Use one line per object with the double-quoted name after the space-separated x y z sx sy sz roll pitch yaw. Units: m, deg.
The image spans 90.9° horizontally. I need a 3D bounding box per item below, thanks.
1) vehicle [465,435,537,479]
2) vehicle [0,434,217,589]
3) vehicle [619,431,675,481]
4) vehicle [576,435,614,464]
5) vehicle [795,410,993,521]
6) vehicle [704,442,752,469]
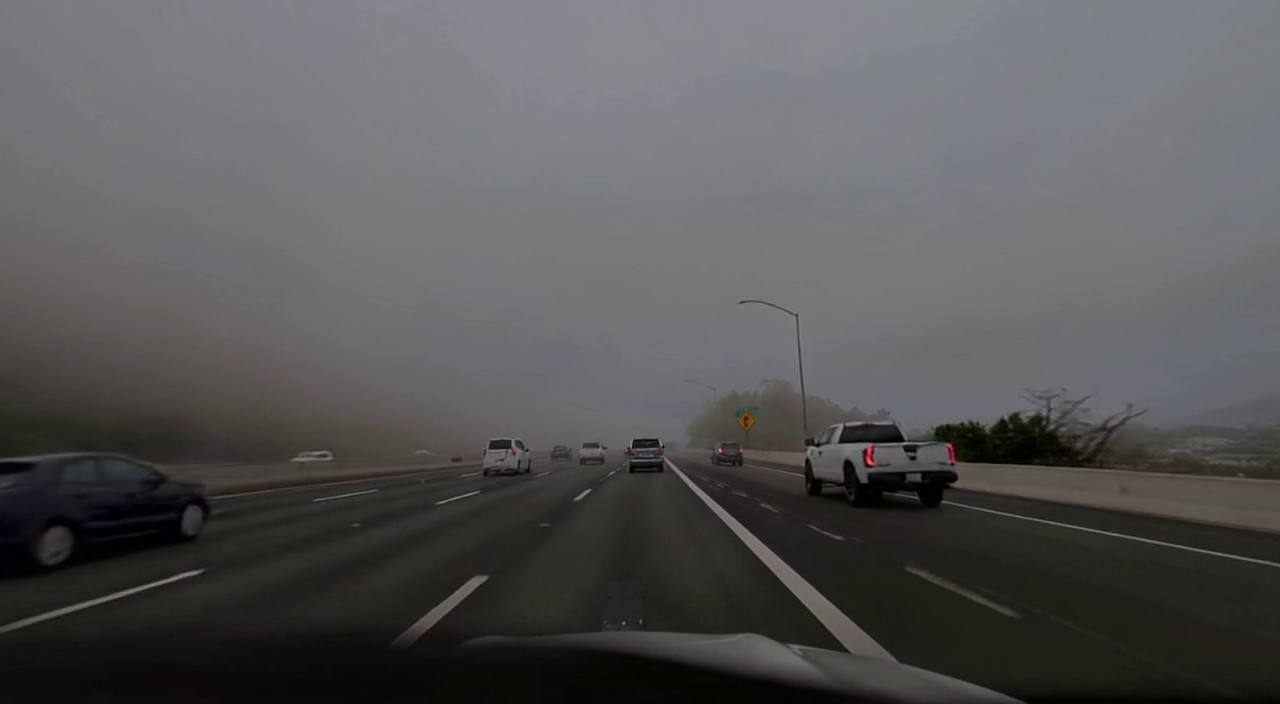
-6.218 4.747 28.834 2.160 1.799 5.001 0 -8 0 "vehicle"
-7.166 1.648 6.749 1.916 1.482 4.908 0 -8 -1 "vehicle"
0.250 4.124 25.263 2.052 1.808 3.898 0 -8 0 "vehicle"
-3.319 7.373 47.691 2.316 1.999 5.765 0 -8 1 "vehicle"
4.925 2.283 13.154 2.029 1.859 4.669 0 -8 -2 "vehicle"
4.921 5.857 35.922 1.998 1.456 4.338 0 -8 -2 "vehicle"
